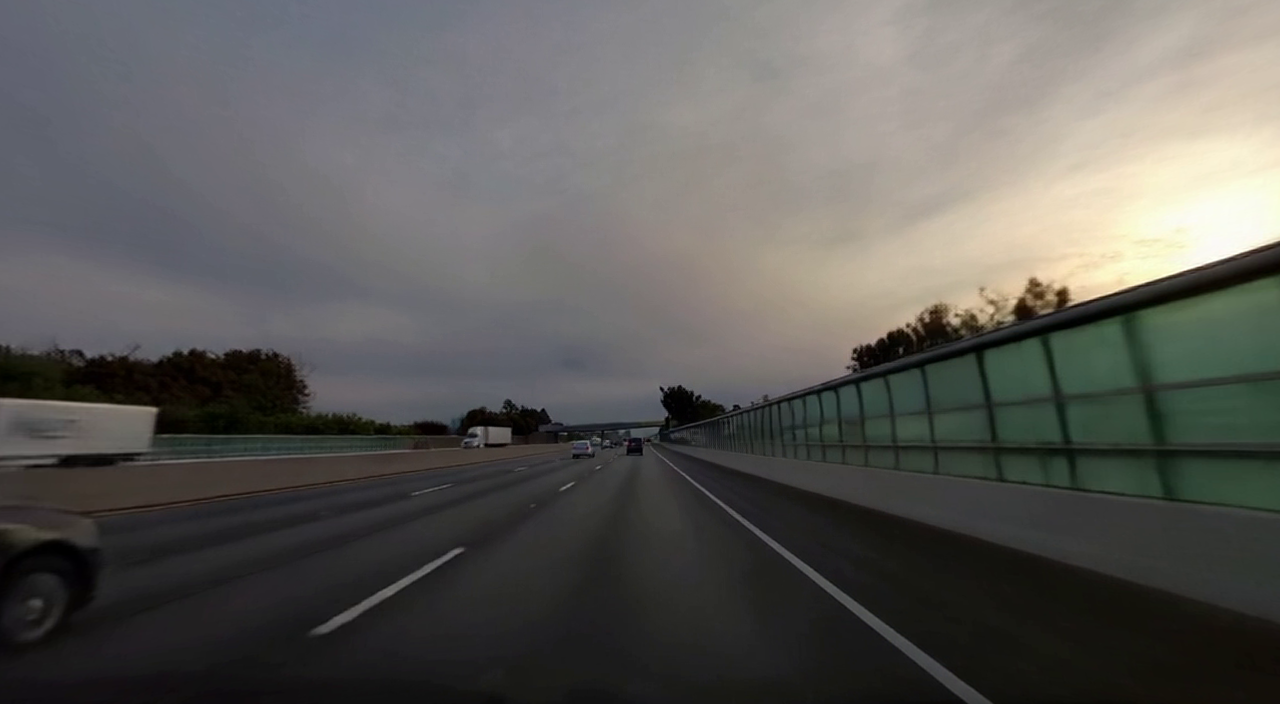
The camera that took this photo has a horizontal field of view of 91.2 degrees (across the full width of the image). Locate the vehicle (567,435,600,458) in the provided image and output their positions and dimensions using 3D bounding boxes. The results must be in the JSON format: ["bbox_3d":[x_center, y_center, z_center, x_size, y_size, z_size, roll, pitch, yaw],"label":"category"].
[{"bbox_3d":[-4.110,6.985,46.372,2.063,1.598,4.189,0,-8,1],"label":"vehicle"}]
